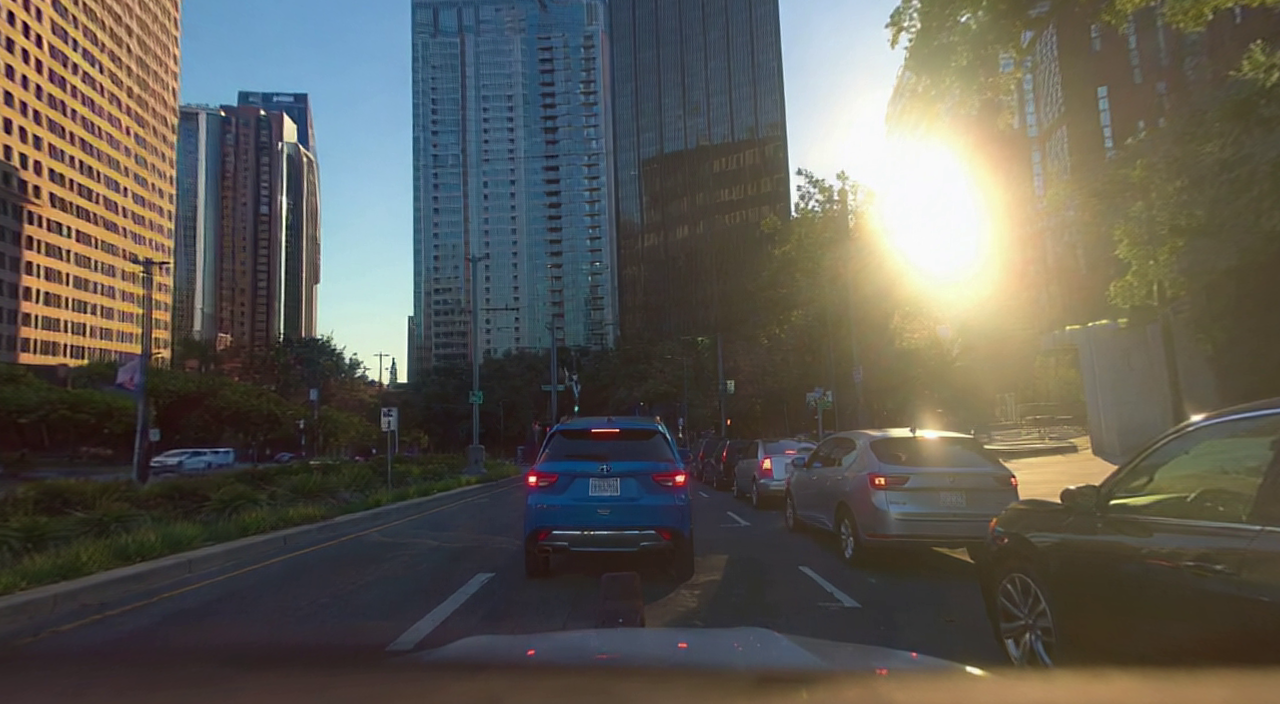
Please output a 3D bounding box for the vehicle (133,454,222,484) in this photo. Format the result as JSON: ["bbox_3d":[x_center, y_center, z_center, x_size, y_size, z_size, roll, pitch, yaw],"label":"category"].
[{"bbox_3d":[-25.841,6.537,35.552,1.960,1.459,4.699,1,-9,-8],"label":"vehicle"}]

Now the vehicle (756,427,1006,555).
[{"bbox_3d":[3.270,1.990,9.799,1.941,1.482,4.632,0,-9,-2],"label":"vehicle"}]

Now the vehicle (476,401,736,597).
[{"bbox_3d":[-0.346,1.588,7.618,2.249,1.684,4.084,0,-9,-1],"label":"vehicle"}]

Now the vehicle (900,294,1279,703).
[{"bbox_3d":[2.995,0.753,2.245,2.063,1.760,4.664,0,-9,-1],"label":"vehicle"}]
